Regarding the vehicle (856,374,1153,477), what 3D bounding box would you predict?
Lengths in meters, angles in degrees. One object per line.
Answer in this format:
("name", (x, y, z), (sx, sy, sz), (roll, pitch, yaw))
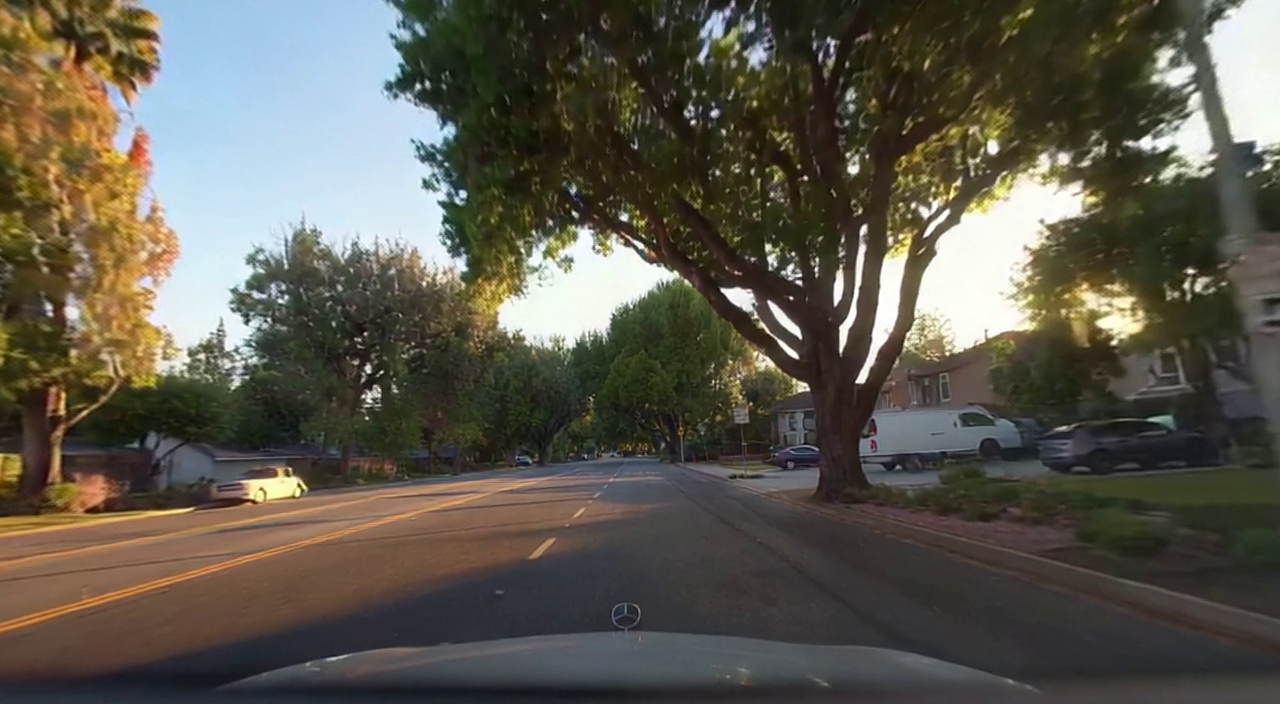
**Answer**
("vehicle", (17.486, 3.634, 30.951), (12.151, 4.157, 3.709), (-1, -15, -6))
